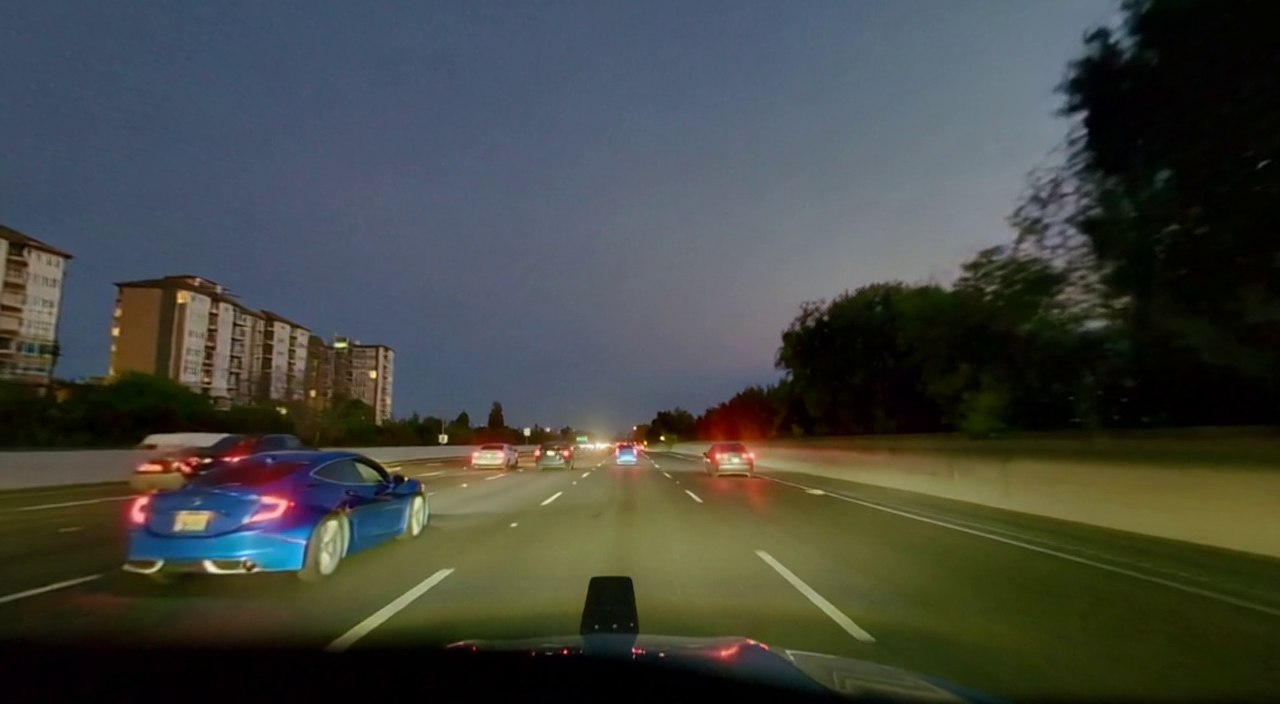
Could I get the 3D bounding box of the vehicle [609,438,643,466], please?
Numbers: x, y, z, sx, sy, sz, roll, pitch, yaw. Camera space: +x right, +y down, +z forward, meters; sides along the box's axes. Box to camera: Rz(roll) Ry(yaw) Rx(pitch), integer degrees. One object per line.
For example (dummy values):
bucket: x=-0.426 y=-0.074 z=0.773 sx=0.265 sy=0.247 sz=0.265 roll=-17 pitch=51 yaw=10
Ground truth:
vehicle: x=-0.865 y=6.340 z=40.205 sx=2.053 sy=1.650 sz=3.945 roll=0 pitch=-8 yaw=-1

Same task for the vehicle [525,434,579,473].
vehicle: x=-4.270 y=5.003 z=31.303 sx=2.044 sy=1.774 sz=4.329 roll=0 pitch=-8 yaw=0

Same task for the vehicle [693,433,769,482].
vehicle: x=3.281 y=3.901 z=23.674 sx=2.061 sy=1.658 sz=4.417 roll=0 pitch=-8 yaw=-2

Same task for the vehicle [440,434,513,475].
vehicle: x=-7.638 y=4.852 z=30.090 sx=2.086 sy=1.776 sz=5.080 roll=0 pitch=-8 yaw=0

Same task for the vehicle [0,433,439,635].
vehicle: x=-3.970 y=1.635 z=6.801 sx=2.124 sy=1.426 sz=4.444 roll=0 pitch=-8 yaw=0
